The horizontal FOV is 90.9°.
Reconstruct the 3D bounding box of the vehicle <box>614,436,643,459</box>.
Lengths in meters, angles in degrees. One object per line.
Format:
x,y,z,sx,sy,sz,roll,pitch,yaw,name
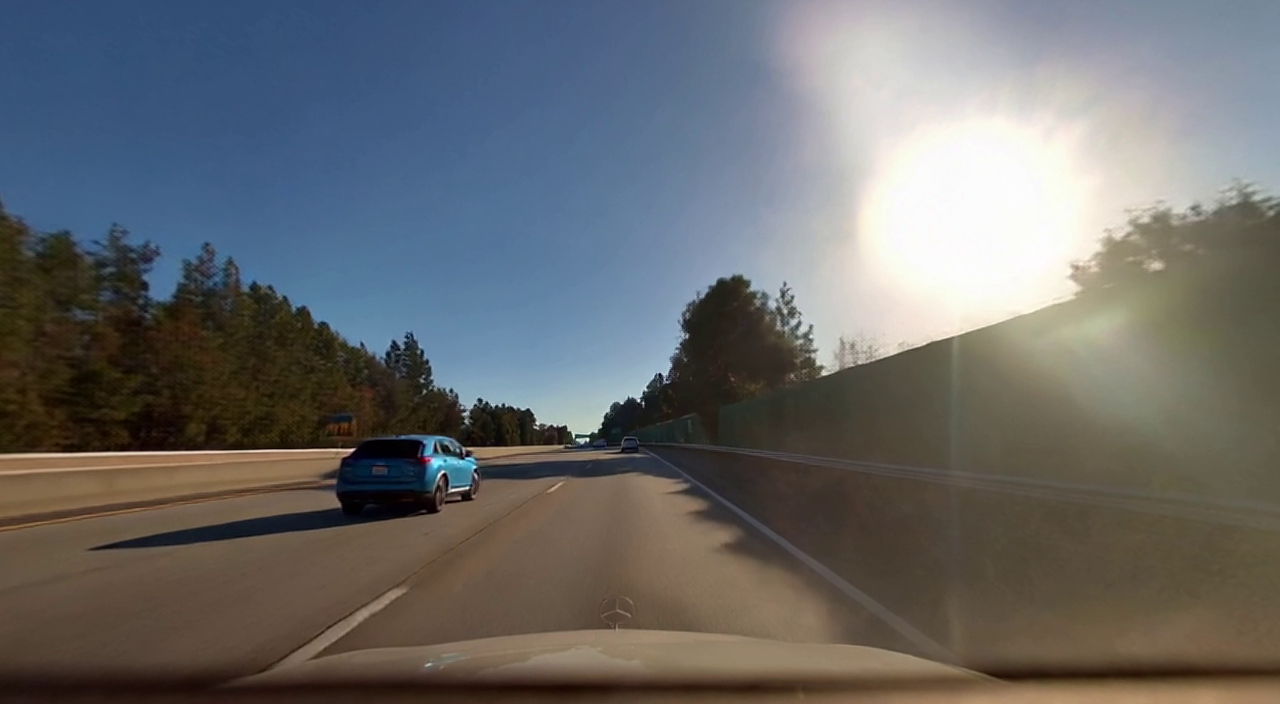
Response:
-0.766,6.297,41.918,1.836,1.450,3.519,0,-8,-2,vehicle

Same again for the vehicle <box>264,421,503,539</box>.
-3.909,2.014,10.748,2.072,1.545,4.767,0,-8,0,vehicle
